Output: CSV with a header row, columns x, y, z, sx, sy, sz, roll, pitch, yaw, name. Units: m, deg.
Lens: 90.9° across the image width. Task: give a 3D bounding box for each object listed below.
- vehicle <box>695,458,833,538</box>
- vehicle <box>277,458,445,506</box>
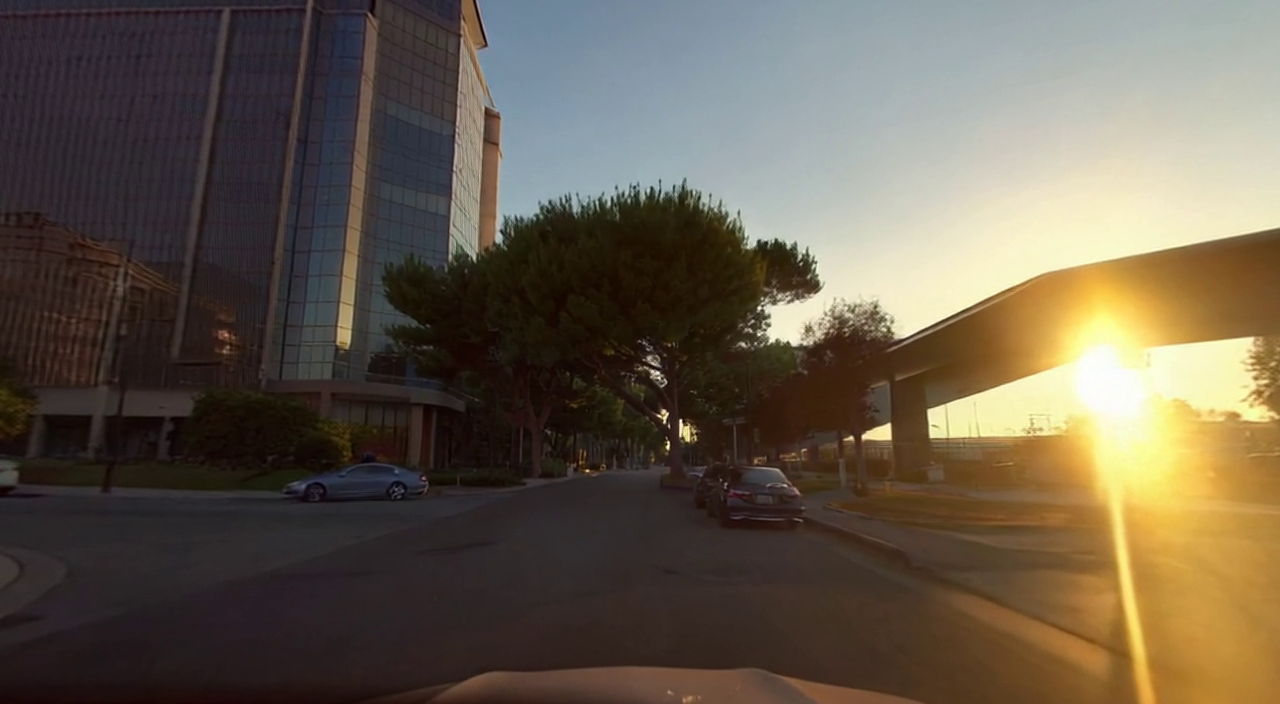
x,y,z,sx,sy,sz,roll,pitch,yaw,name
2.471,3.075,13.675,2.073,1.434,3.899,1,-11,-2,vehicle
-9.392,4.399,21.476,4.770,1.448,1.983,9,-14,-39,vehicle
